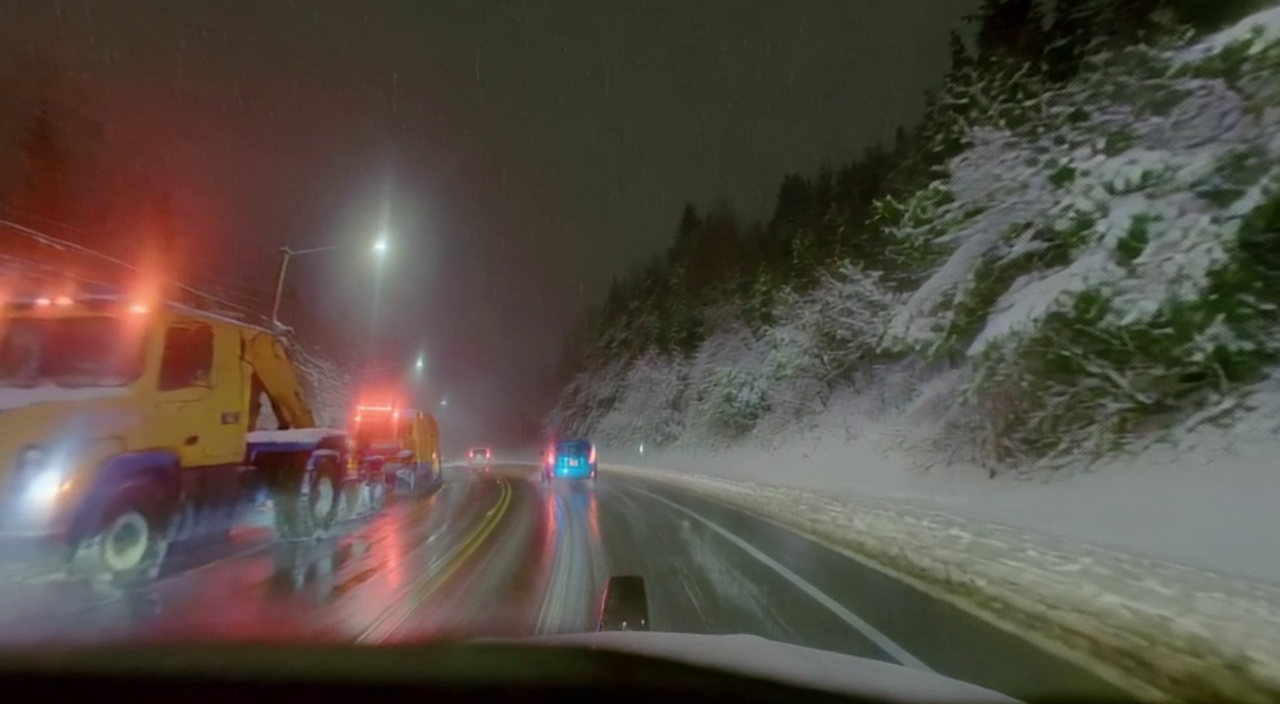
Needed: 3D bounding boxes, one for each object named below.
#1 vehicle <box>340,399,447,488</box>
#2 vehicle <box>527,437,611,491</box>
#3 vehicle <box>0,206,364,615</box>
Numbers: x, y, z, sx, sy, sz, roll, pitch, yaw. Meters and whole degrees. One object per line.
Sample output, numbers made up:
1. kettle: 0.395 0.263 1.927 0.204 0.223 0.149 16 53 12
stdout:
1. vehicle: -7.855 2.983 20.601 2.257 2.597 4.069 1 -9 -8
2. vehicle: -2.361 3.478 20.007 2.259 1.503 4.075 2 -9 -12
3. vehicle: -5.630 0.748 7.387 2.364 3.191 4.942 0 -8 1
